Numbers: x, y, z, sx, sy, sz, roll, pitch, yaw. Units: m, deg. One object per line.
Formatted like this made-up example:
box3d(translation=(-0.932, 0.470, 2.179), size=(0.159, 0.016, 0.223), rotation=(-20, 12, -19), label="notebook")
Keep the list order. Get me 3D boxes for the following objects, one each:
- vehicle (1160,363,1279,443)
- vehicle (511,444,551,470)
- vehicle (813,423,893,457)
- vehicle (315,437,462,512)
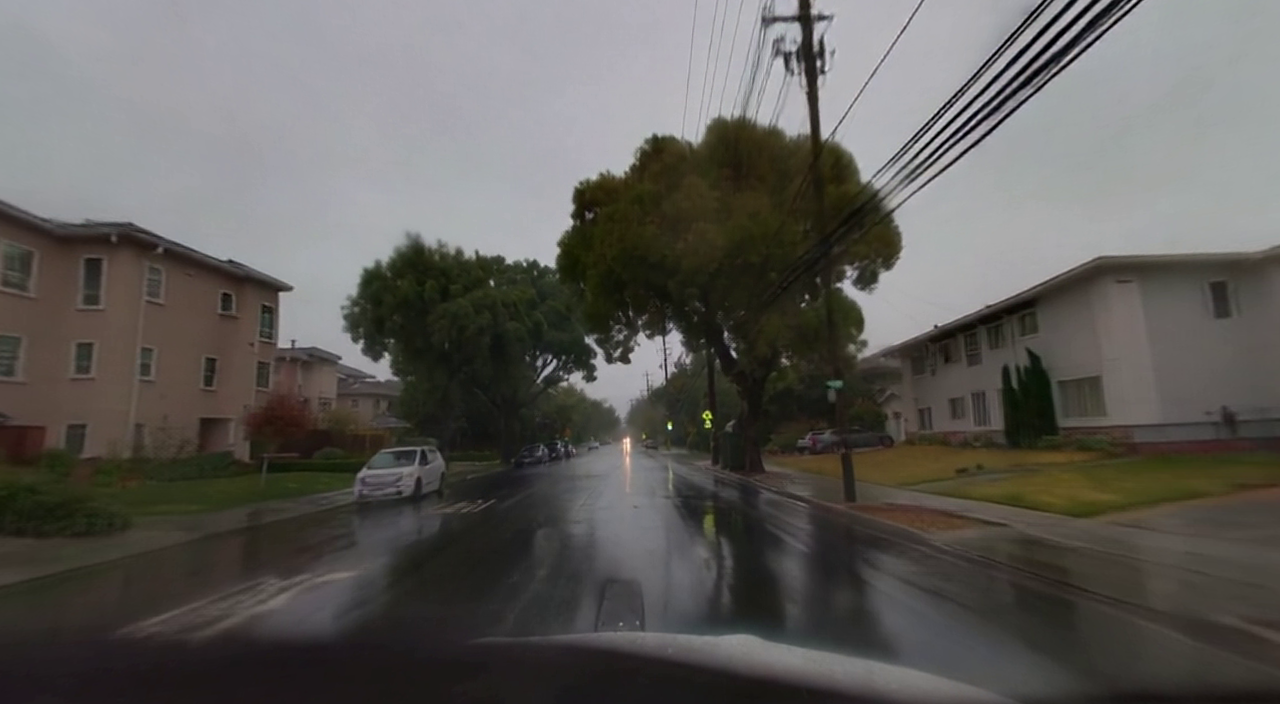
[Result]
box3d(translation=(30.470, 2.512, 30.179), size=(2.916, 3.552, 9.445), rotation=(0, -8, -2), label="vehicle")
box3d(translation=(-7.453, 7.214, 43.539), size=(2.041, 1.587, 3.920), rotation=(-2, -8, 0), label="vehicle")
box3d(translation=(13.031, 5.411, 38.700), size=(4.145, 1.767, 1.880), rotation=(-8, -9, 29), label="vehicle")
box3d(translation=(-6.924, 3.391, 18.167), size=(2.162, 1.757, 5.201), rotation=(-2, -8, -1), label="vehicle")
